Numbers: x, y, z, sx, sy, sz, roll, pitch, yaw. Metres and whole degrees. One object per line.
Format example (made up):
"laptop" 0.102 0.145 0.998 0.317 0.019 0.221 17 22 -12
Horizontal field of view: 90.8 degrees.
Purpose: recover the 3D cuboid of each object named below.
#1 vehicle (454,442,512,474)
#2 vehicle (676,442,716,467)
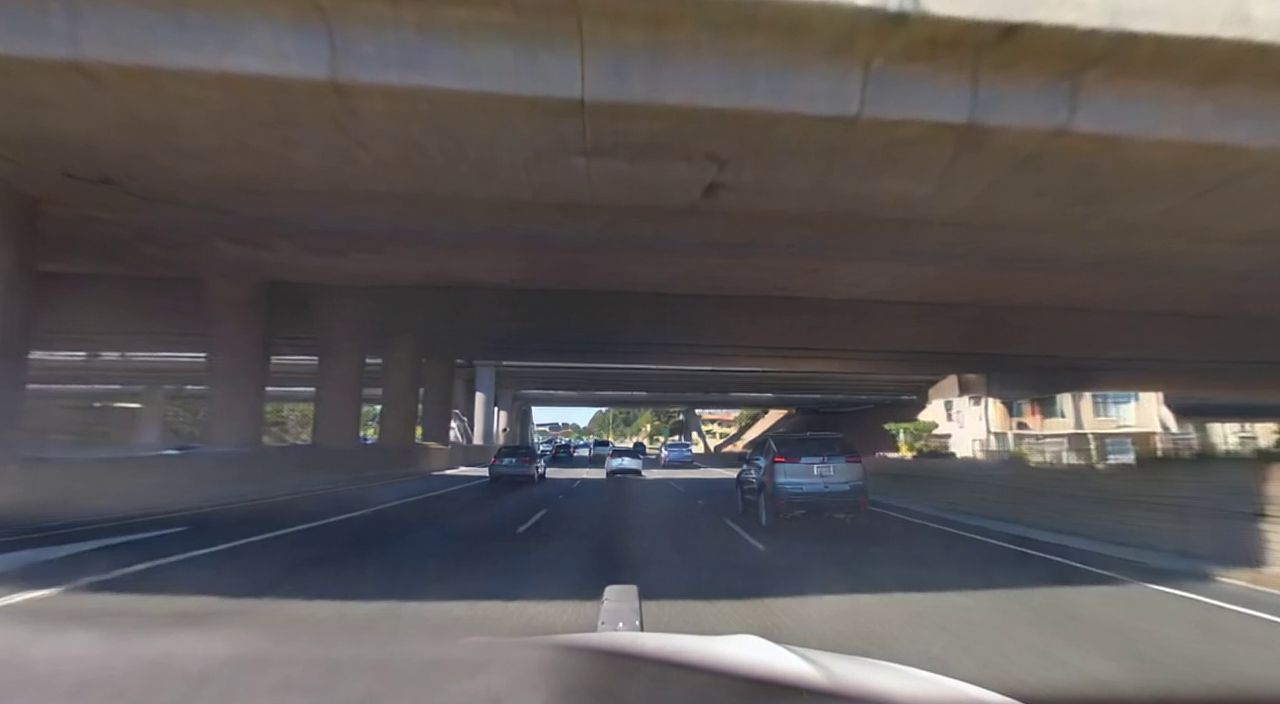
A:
"vehicle" -7.987 5.427 32.530 2.007 1.519 4.366 0 -9 -2
"vehicle" 3.916 7.220 44.733 2.377 1.678 4.353 0 -9 -1
